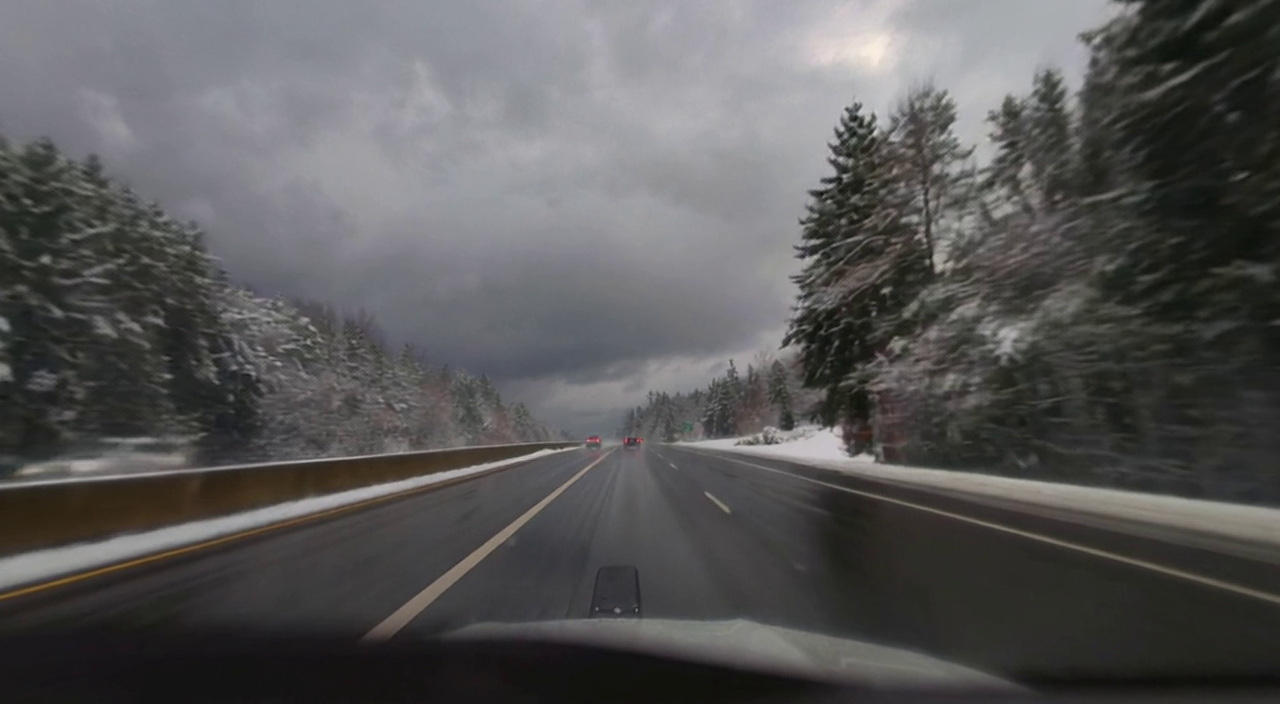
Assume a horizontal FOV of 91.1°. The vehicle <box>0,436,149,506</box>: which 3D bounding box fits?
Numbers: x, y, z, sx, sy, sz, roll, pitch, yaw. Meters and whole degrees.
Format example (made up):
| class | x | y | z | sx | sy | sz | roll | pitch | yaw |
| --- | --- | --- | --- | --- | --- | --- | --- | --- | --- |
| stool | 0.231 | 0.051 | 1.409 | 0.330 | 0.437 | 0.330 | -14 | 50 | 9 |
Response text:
| class | x | y | z | sx | sy | sz | roll | pitch | yaw |
| --- | --- | --- | --- | --- | --- | --- | --- | --- | --- |
| vehicle | -16.388 | 3.206 | 17.551 | 1.958 | 1.710 | 4.234 | 0 | -8 | -1 |
